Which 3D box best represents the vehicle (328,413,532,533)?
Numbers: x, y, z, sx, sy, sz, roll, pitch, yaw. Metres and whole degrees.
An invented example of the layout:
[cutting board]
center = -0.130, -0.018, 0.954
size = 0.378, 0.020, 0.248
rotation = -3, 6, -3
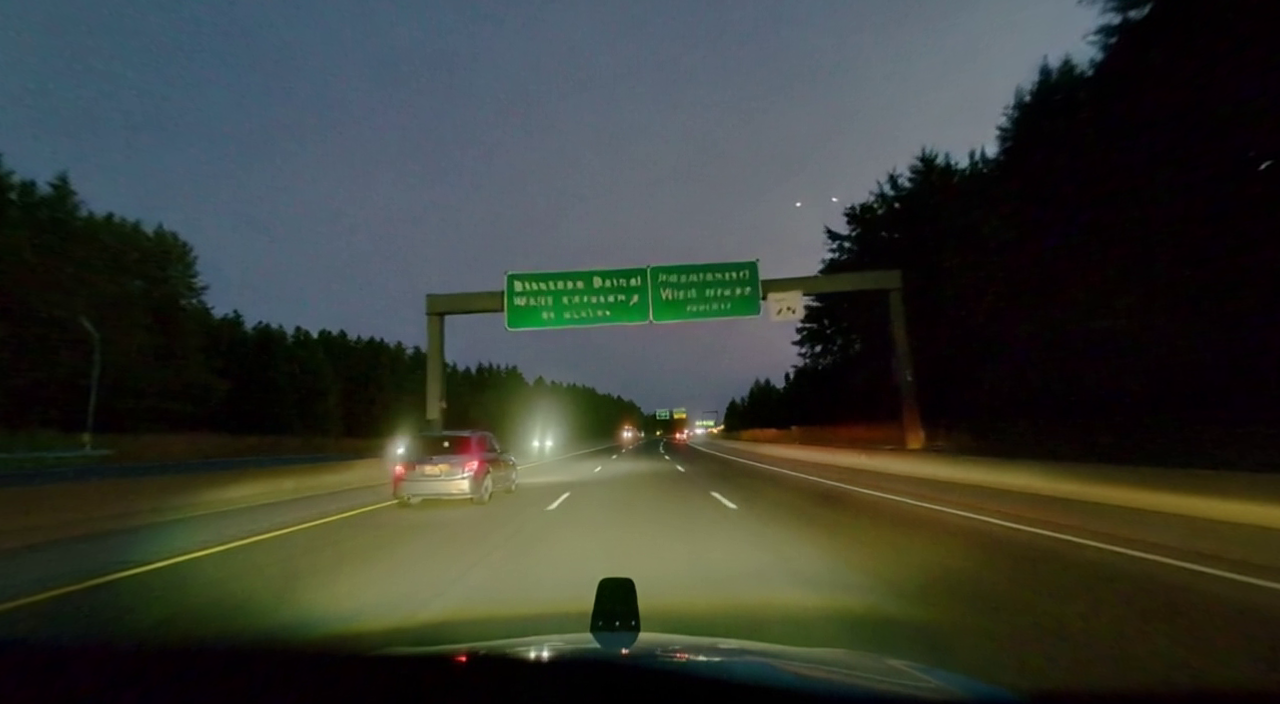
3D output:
[vehicle]
center = -3.281, 1.966, 10.876
size = 2.084, 1.654, 4.080
rotation = 0, -8, 0
